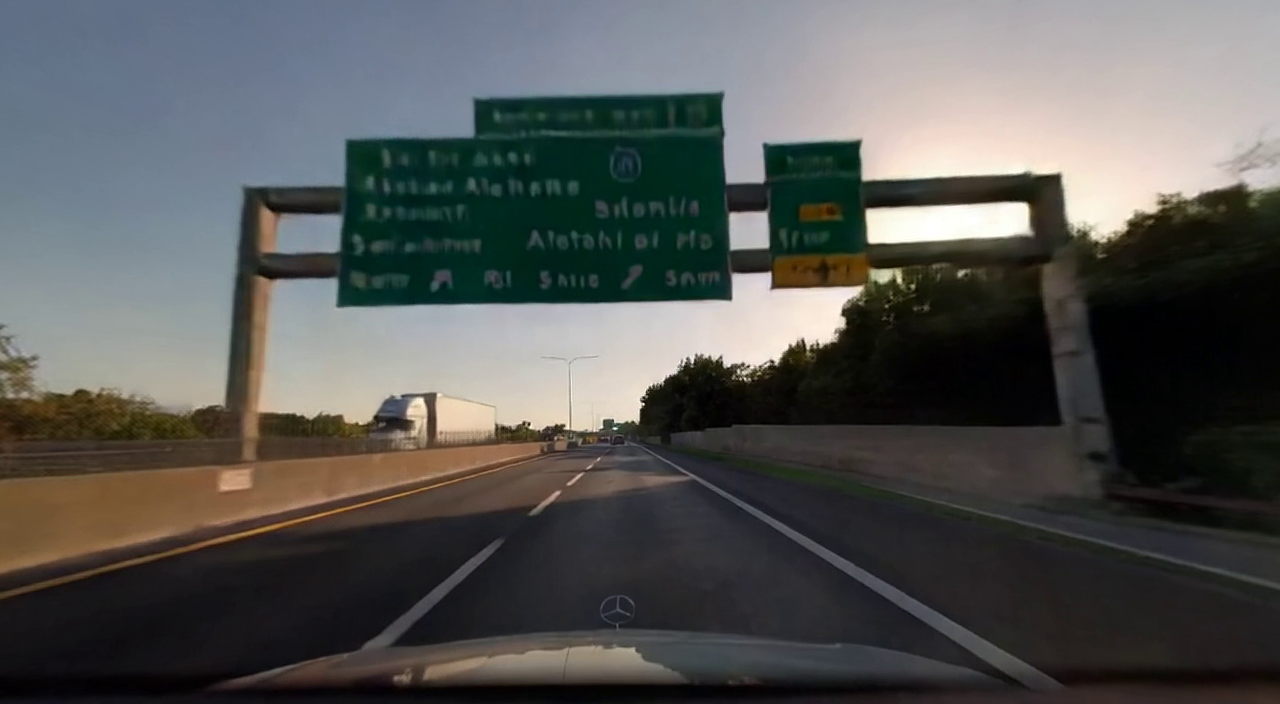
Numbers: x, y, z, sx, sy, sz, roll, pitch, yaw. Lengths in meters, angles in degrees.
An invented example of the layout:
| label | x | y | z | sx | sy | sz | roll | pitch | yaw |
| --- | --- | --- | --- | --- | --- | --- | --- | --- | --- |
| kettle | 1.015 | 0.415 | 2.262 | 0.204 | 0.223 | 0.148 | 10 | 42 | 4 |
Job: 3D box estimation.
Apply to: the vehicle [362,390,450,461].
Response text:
| label | x | y | z | sx | sy | sz | roll | pitch | yaw |
| --- | --- | --- | --- | --- | --- | --- | --- | --- | --- |
| vehicle | -13.631 | 4.397 | 37.260 | 2.967 | 3.842 | 5.829 | 0 | -8 | -1 |
